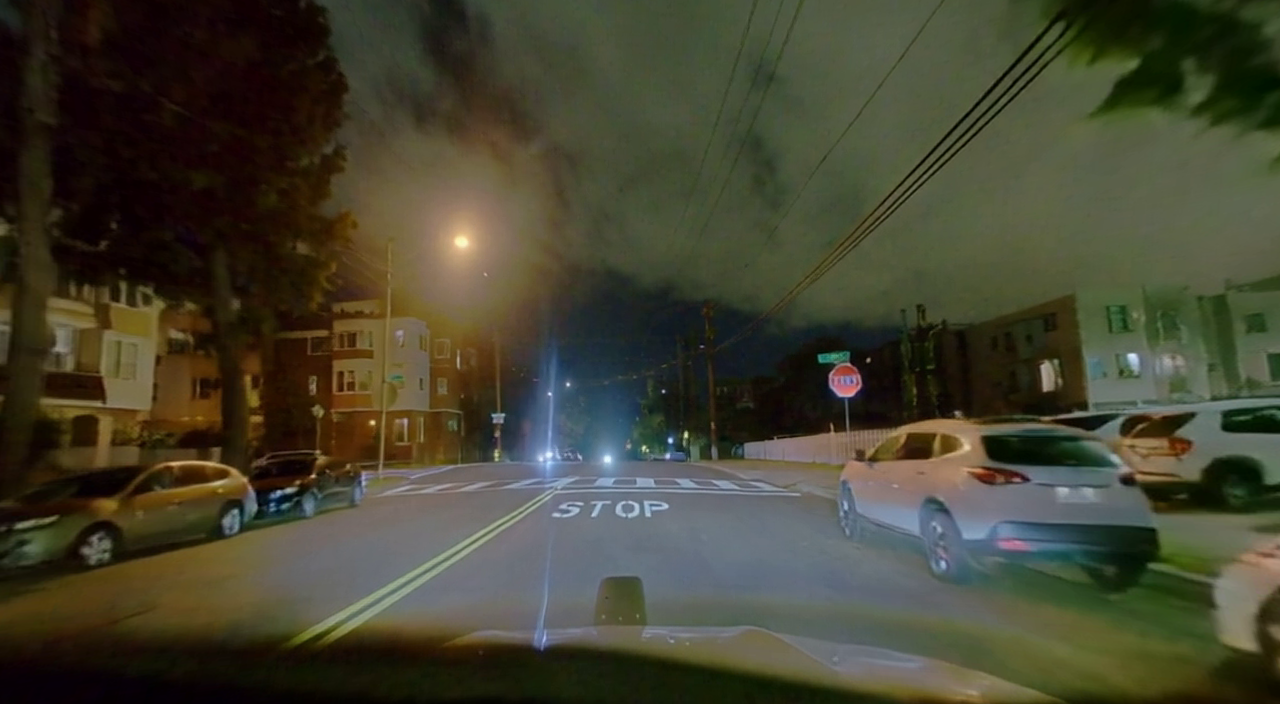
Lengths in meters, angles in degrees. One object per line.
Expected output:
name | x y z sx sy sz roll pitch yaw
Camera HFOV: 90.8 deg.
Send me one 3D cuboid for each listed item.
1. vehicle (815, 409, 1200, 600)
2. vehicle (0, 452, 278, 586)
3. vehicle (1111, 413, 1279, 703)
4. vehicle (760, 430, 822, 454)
vehicle | 3.731 1.603 7.503 1.976 1.614 4.052 0 -8 -2
vehicle | -7.893 2.329 9.752 1.904 1.488 4.600 0 -8 0
vehicle | 3.982 0.882 1.884 1.846 1.506 4.165 0 -8 -1
vehicle | 11.349 6.787 47.523 4.509 1.664 1.981 6 -10 -34
